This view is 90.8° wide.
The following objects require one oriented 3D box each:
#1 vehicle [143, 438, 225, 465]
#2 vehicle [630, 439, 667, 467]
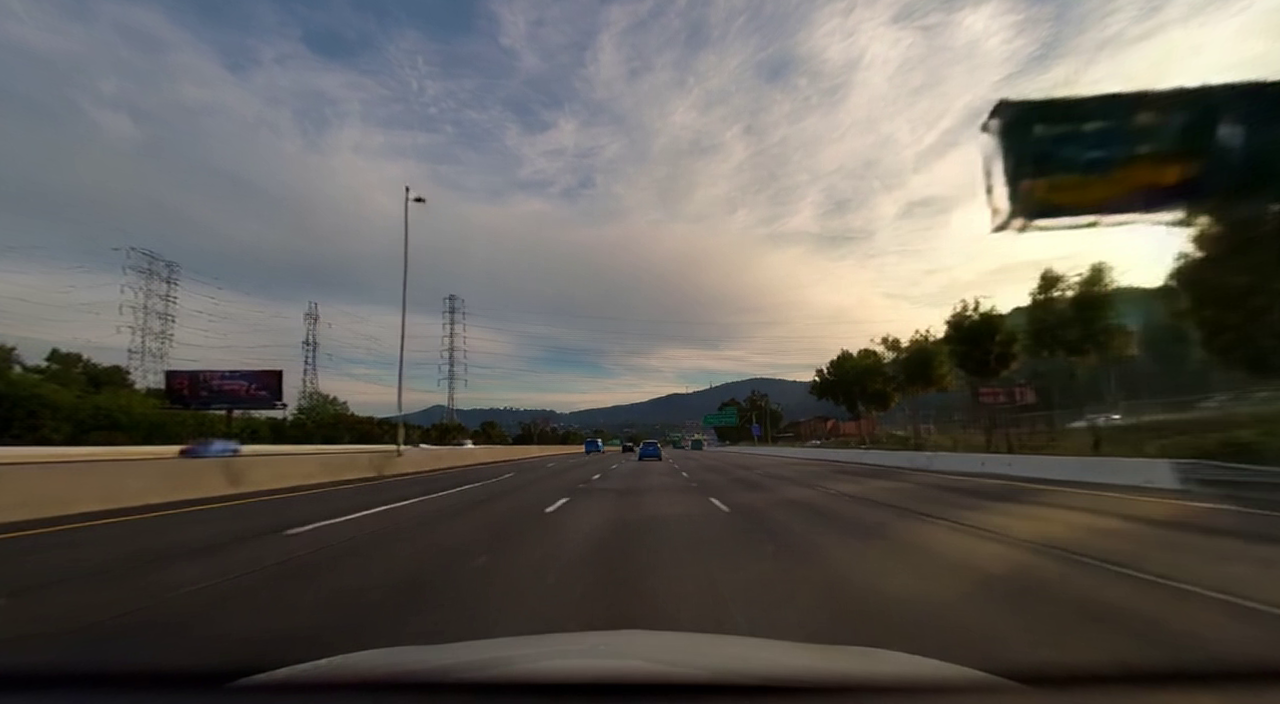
[{"bbox_3d":[-26.538,5.794,36.927,1.848,1.486,3.811,-1,-8,2],"label":"vehicle"},{"bbox_3d":[0.541,5.966,37.547,2.074,1.574,3.971,0,-8,1],"label":"vehicle"}]
